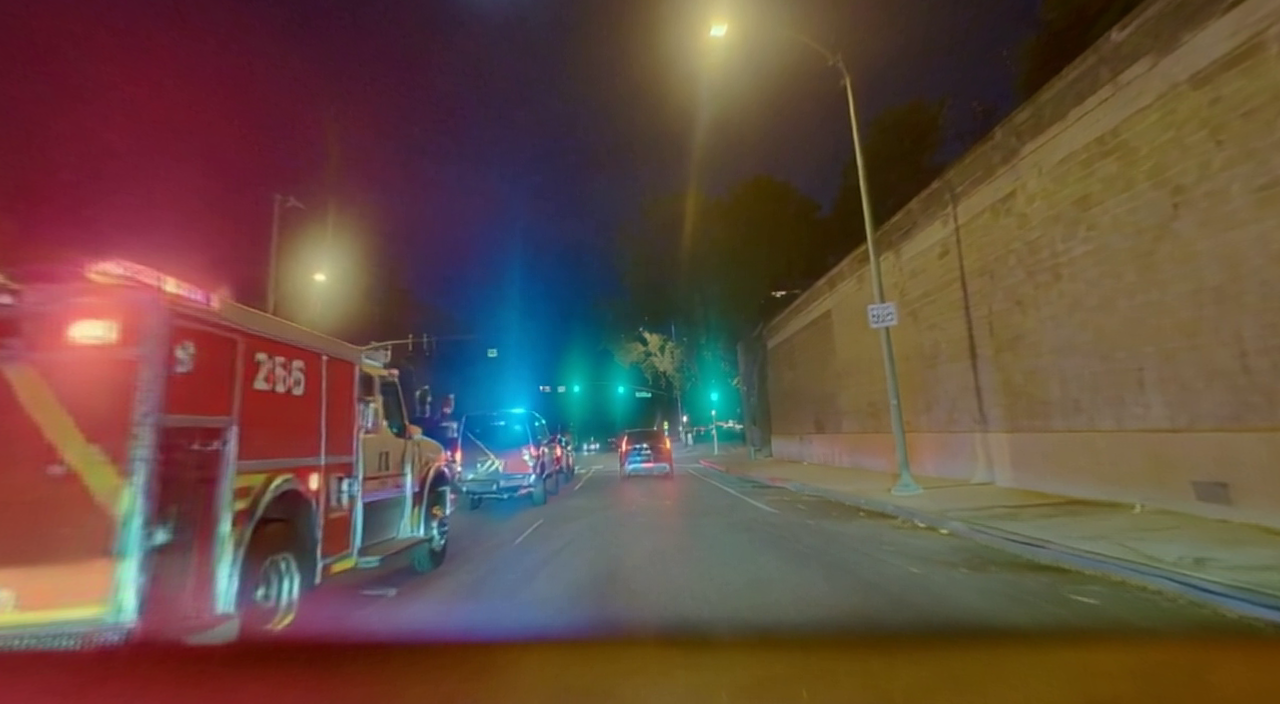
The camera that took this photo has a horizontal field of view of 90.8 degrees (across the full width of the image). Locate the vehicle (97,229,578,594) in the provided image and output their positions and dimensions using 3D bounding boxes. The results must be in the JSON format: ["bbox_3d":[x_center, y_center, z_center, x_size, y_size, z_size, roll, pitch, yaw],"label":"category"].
[{"bbox_3d":[-3.558,1.466,12.709,3.631,3.655,12.773,0,-8,-1],"label":"vehicle"}]

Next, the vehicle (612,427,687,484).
[{"bbox_3d":[0.194,3.698,22.854,2.332,1.831,4.930,1,-9,-4],"label":"vehicle"}]
